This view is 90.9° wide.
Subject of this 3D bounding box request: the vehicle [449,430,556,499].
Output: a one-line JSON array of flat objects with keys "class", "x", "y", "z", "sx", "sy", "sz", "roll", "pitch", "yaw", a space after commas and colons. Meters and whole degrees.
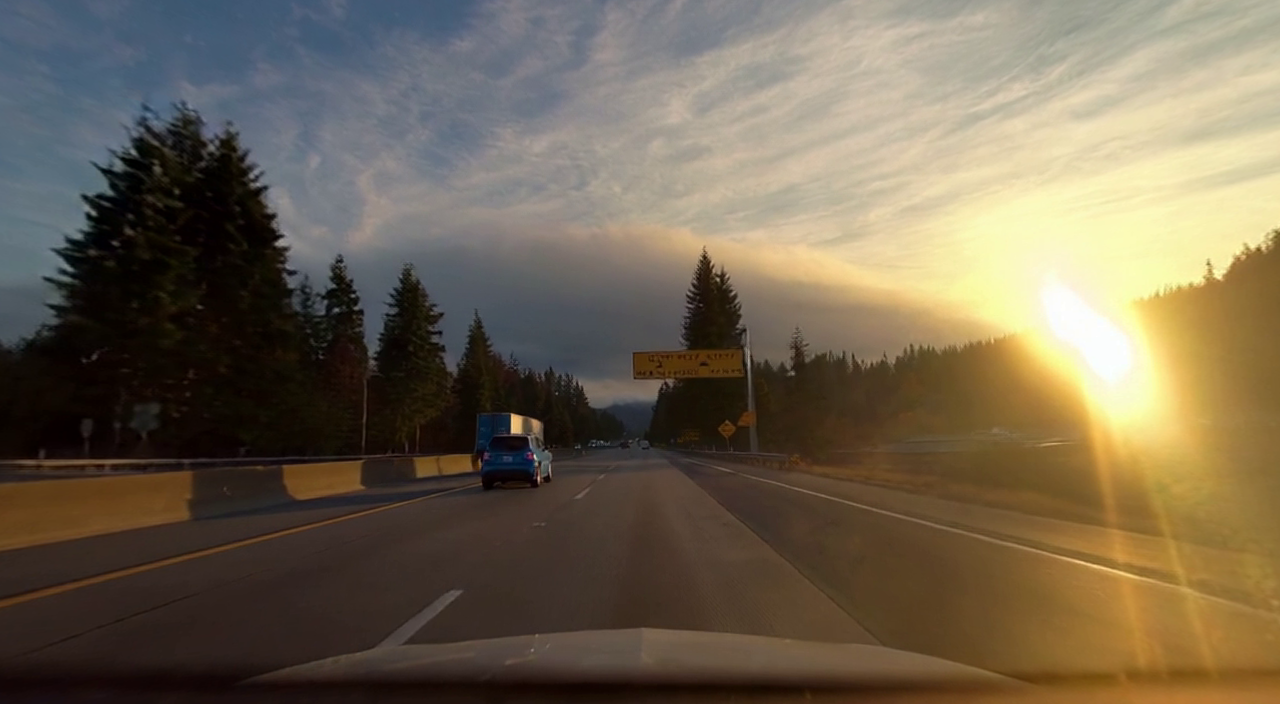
[{"class": "vehicle", "x": -3.848, "y": 3.221, "z": 18.531, "sx": 2.084, "sy": 1.752, "sz": 4.479, "roll": 0, "pitch": -8, "yaw": 1}]
